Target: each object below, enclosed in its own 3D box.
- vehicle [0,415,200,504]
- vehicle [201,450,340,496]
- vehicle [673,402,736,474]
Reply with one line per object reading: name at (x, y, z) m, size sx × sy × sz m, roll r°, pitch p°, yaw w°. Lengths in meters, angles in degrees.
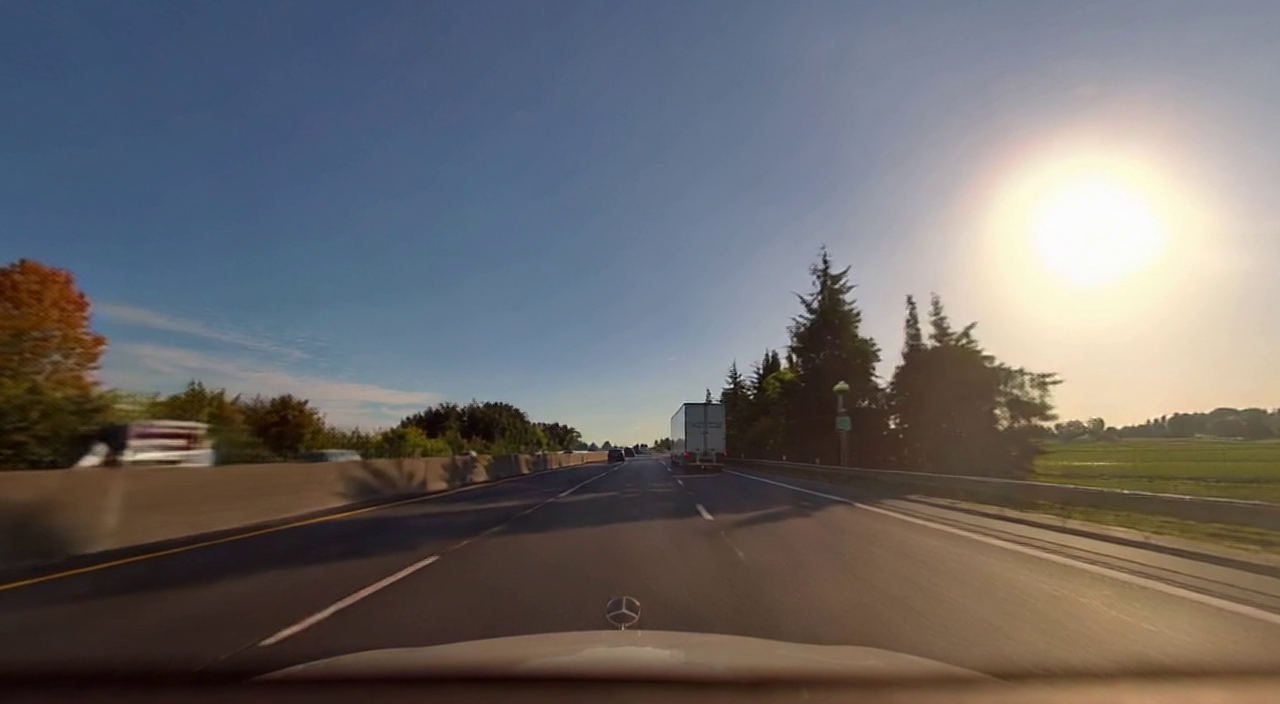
vehicle at (-20.264, 4.001, 23.756) m, size 2.609 × 2.874 × 6.399 m, roll 0°, pitch -9°, yaw 1°
vehicle at (-13.220, 4.352, 23.016) m, size 2.001 × 1.480 × 4.758 m, roll 0°, pitch -9°, yaw 2°
vehicle at (3.954, 5.979, 42.583) m, size 2.901 × 4.032 × 14.338 m, roll 0°, pitch -9°, yaw 1°
